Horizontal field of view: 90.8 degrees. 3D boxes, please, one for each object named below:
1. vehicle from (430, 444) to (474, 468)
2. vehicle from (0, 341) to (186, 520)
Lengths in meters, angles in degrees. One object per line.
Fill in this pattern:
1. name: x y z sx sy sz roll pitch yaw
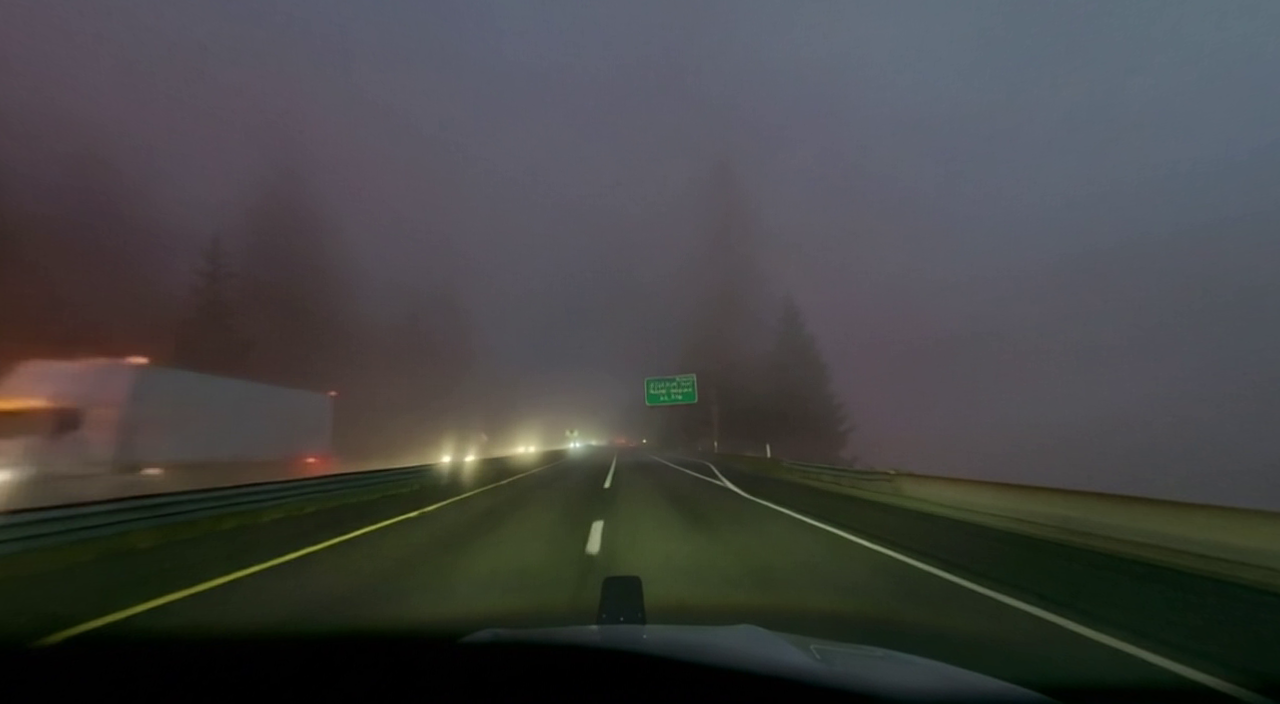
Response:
1. vehicle: -12.634 7.029 42.697 1.847 1.481 4.216 0 -9 -3
2. vehicle: -15.725 2.151 16.641 2.968 3.954 5.903 0 -9 -2
